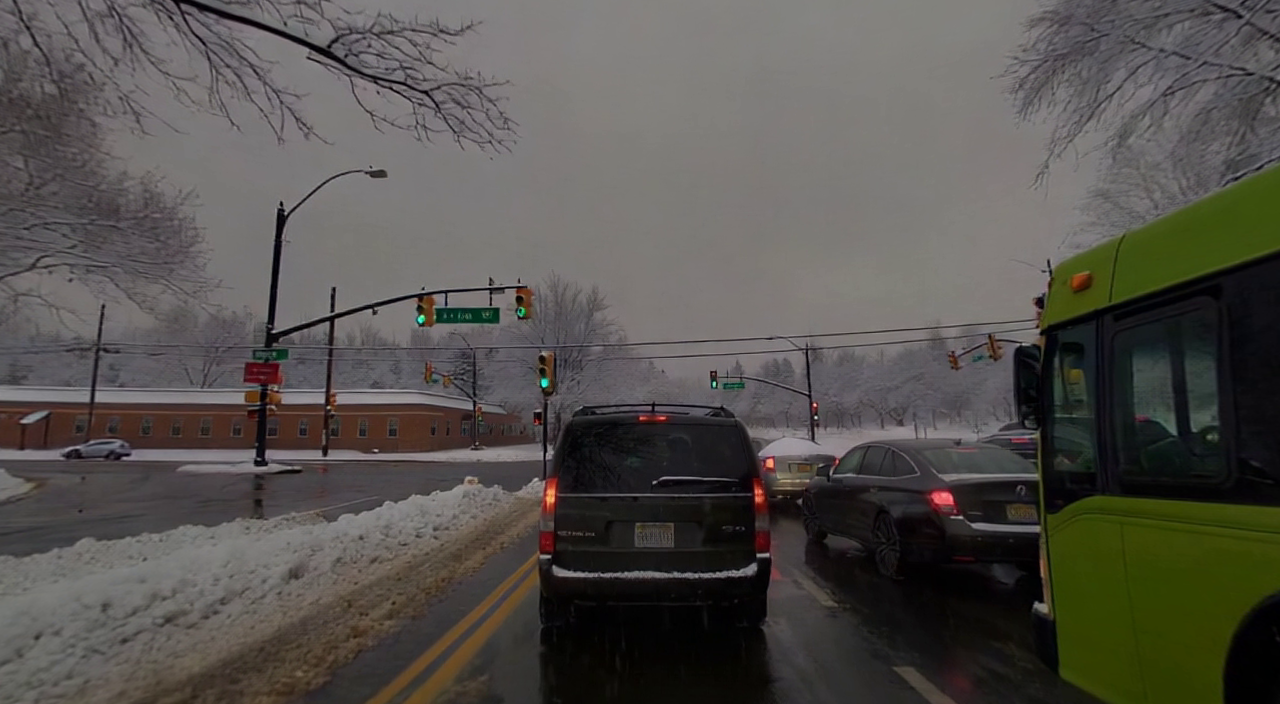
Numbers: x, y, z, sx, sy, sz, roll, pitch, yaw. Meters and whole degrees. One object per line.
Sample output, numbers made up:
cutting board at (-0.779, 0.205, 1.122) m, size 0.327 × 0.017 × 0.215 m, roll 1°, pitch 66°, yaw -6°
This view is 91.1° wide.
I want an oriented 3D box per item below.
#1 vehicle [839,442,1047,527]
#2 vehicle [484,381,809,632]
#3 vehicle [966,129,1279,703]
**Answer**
vehicle at (5.992, 2.638, 13.223) m, size 1.987 × 1.457 × 4.675 m, roll 0°, pitch -8°, yaw -1°
vehicle at (0.021, 1.475, 7.009) m, size 2.381 × 1.842 × 4.603 m, roll 0°, pitch -8°, yaw -1°
vehicle at (2.617, 0.318, 0.427) m, size 2.037 × 2.065 × 5.037 m, roll 0°, pitch -8°, yaw 0°
